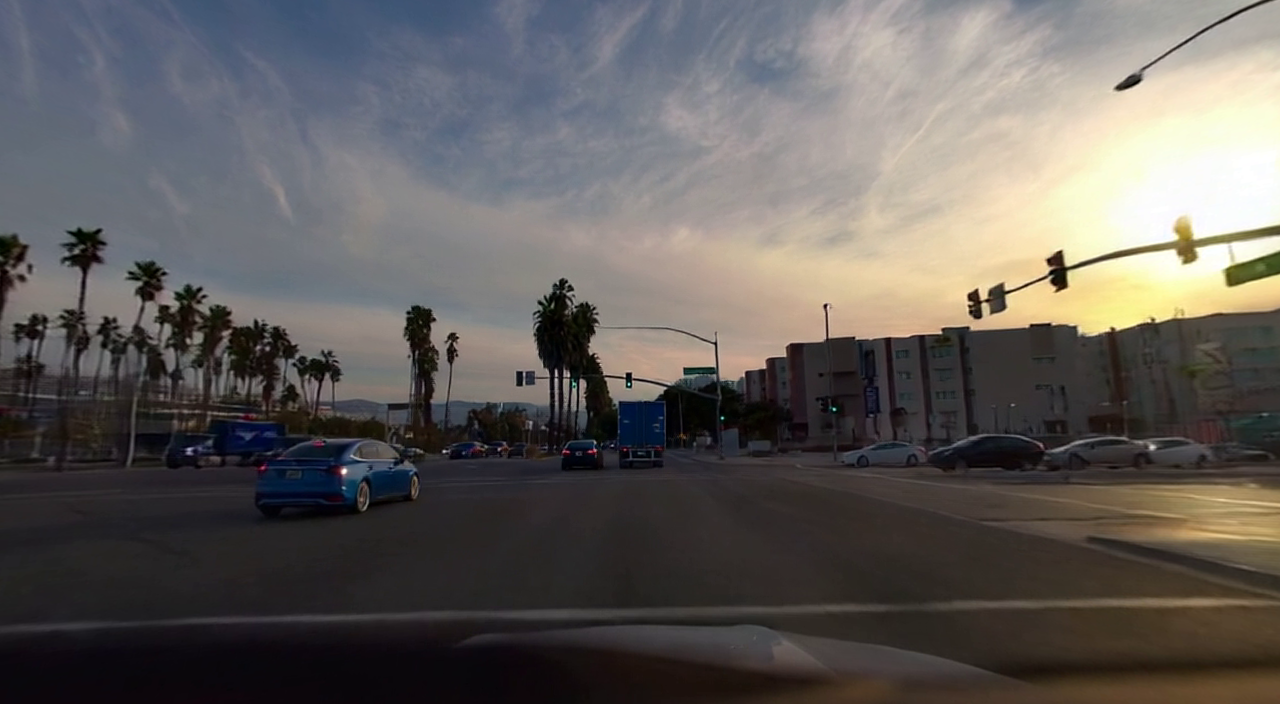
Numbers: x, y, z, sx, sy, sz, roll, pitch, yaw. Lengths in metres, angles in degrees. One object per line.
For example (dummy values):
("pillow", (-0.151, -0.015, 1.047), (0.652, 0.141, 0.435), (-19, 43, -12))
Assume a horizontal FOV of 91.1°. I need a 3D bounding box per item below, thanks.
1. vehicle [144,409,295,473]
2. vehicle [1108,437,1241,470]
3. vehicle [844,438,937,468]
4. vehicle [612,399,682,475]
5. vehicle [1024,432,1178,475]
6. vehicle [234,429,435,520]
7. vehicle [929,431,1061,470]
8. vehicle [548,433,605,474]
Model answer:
("vehicle", (-28.505, 6.188, 43.546), (2.982, 3.868, 10.493), (0, -8, 1))
("vehicle", (25.327, 4.832, 29.846), (4.506, 1.484, 1.928), (0, -9, 1))
("vehicle", (14.600, 5.945, 36.789), (4.568, 1.485, 1.936), (-2, -11, 0))
("vehicle", (0.308, 4.121, 30.284), (2.993, 3.235, 6.692), (0, -8, 0))
("vehicle", (19.396, 4.312, 26.581), (4.831, 1.529, 1.966), (-3, -10, 0))
("vehicle", (-6.351, 2.590, 13.845), (2.045, 1.630, 4.680), (0, -8, 0))
("vehicle", (16.871, 4.713, 30.037), (5.039, 1.744, 2.043), (0, -9, 0))
("vehicle", (-2.996, 4.911, 30.593), (2.178, 1.826, 4.933), (0, -8, 1))
